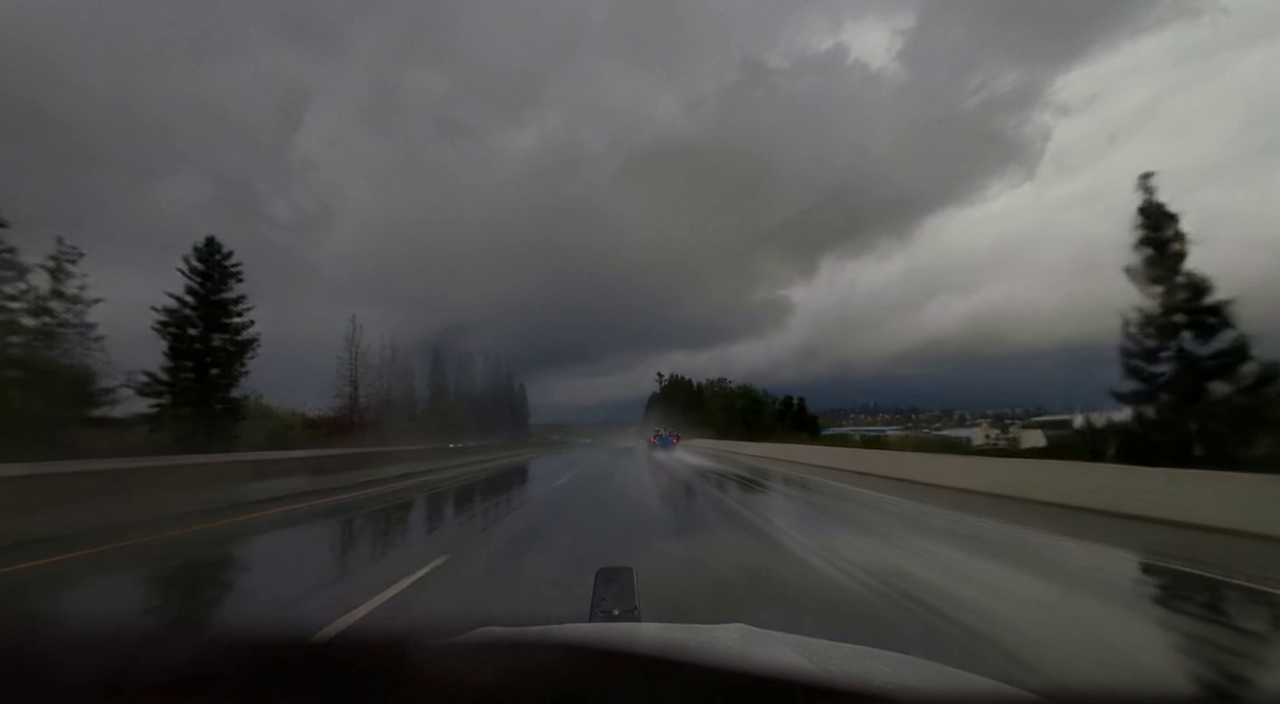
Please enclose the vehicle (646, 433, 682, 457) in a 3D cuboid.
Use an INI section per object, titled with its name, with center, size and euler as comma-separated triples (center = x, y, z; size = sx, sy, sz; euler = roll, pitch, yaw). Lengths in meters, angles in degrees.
[vehicle]
center = 1.471, 5.871, 39.934
size = 1.911, 1.449, 3.776
euler = 0, -8, -3
